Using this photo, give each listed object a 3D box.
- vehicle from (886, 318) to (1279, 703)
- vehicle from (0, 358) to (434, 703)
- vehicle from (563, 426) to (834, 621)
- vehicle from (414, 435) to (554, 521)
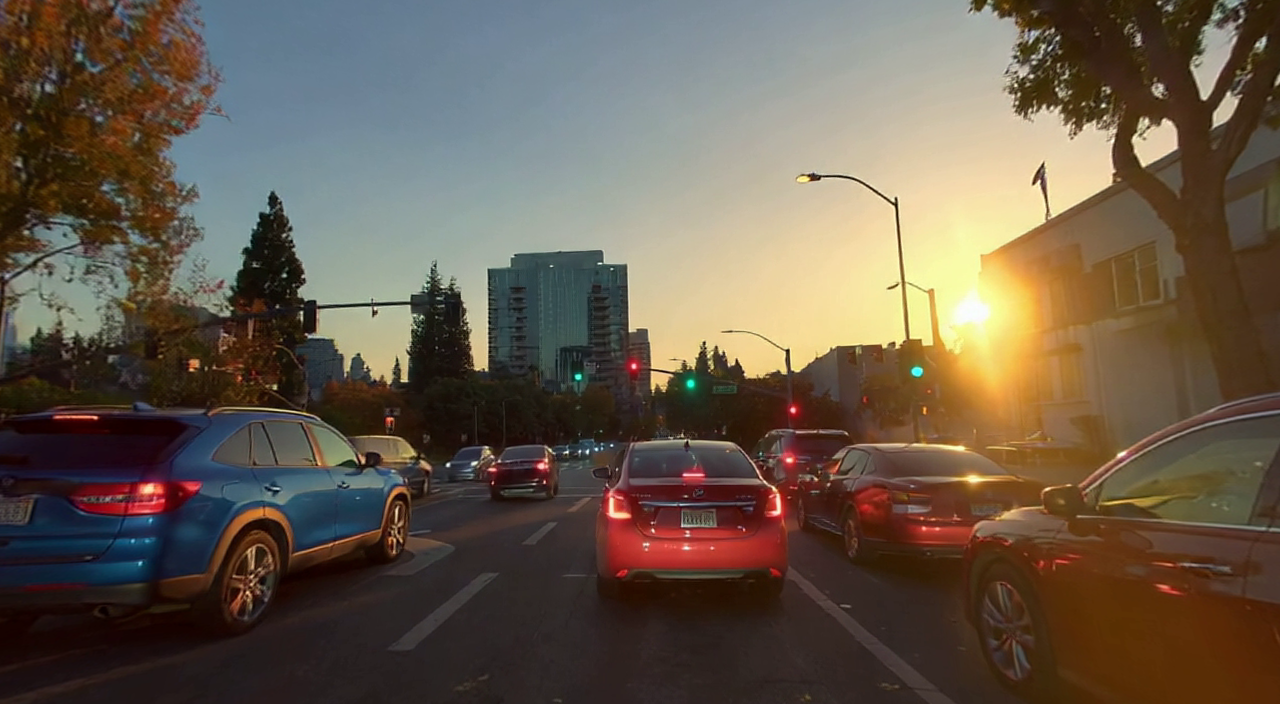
[{"bbox_3d":[3.044,0.917,3.042,1.880,1.747,4.500,0,-8,0],"label":"vehicle"},{"bbox_3d":[-3.459,1.226,5.280,1.889,1.767,4.289,0,-8,1],"label":"vehicle"},{"bbox_3d":[0.439,1.599,6.795,2.051,1.460,3.932,0,-8,0],"label":"vehicle"},{"bbox_3d":[-3.070,2.566,13.318,1.868,1.516,4.114,0,-8,1],"label":"vehicle"}]
